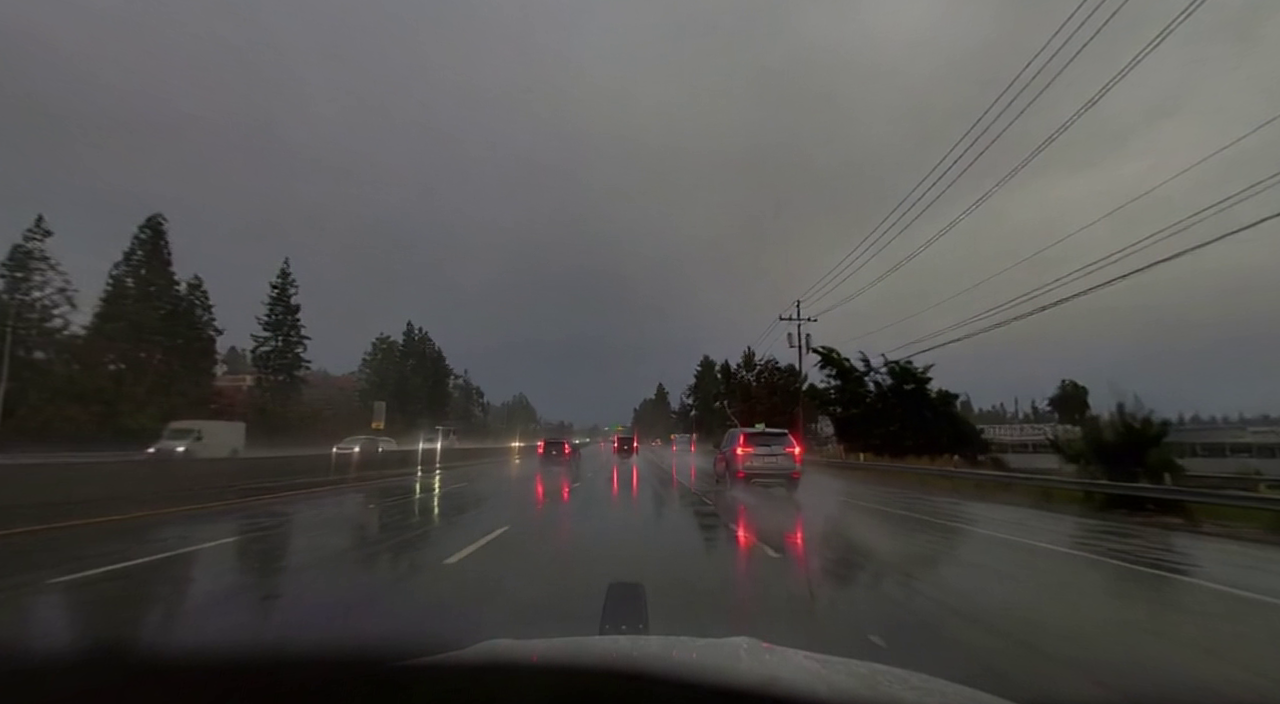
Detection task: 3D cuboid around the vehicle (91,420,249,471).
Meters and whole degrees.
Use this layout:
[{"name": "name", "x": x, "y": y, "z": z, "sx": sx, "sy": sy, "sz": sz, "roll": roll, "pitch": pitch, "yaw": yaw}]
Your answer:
[{"name": "vehicle", "x": -20.568, "y": 4.165, "z": 28.134, "sx": 2.350, "sy": 1.970, "sz": 6.174, "roll": 0, "pitch": -8, "yaw": -1}]

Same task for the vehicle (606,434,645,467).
[{"name": "vehicle", "x": -0.859, "y": 5.770, "z": 36.984, "sx": 2.192, "sy": 1.769, "sz": 4.287, "roll": 0, "pitch": -8, "yaw": -1}]

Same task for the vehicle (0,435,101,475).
[{"name": "vehicle", "x": -24.191, "y": 4.077, "z": 25.068, "sx": 1.806, "sy": 1.445, "sz": 4.241, "roll": 0, "pitch": -8, "yaw": 0}]

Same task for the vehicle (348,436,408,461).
[{"name": "vehicle", "x": -16.969, "y": 6.269, "z": 41.060, "sx": 1.945, "sy": 1.555, "sz": 4.551, "roll": 0, "pitch": -8, "yaw": 0}]

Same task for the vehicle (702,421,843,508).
[{"name": "vehicle", "x": 2.897, "y": 2.610, "z": 15.070, "sx": 2.102, "sy": 1.723, "sz": 4.745, "roll": 0, "pitch": -8, "yaw": -3}]

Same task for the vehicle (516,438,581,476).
[{"name": "vehicle", "x": -3.985, "y": 4.679, "z": 28.402, "sx": 2.091, "sy": 1.562, "sz": 5.220, "roll": 0, "pitch": -8, "yaw": 1}]

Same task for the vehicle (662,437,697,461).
[{"name": "vehicle", "x": 2.993, "y": 7.437, "z": 48.521, "sx": 2.099, "sy": 1.720, "sz": 4.829, "roll": 0, "pitch": -8, "yaw": -3}]
